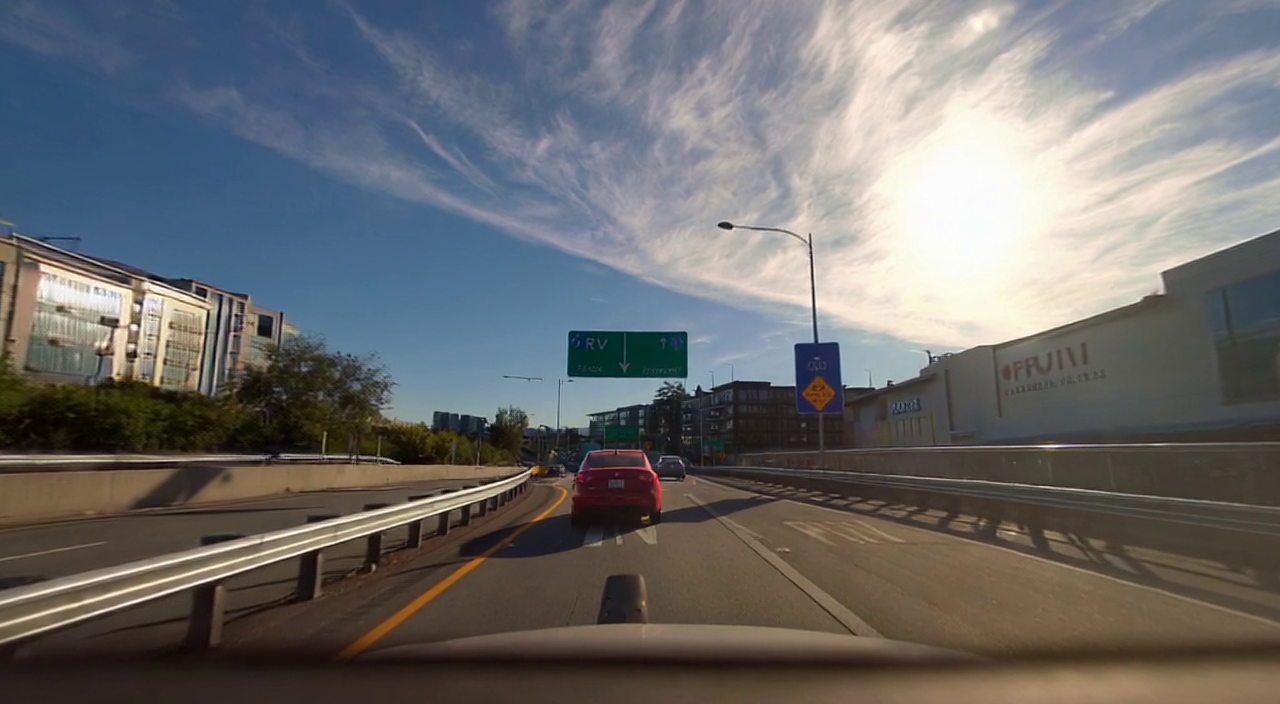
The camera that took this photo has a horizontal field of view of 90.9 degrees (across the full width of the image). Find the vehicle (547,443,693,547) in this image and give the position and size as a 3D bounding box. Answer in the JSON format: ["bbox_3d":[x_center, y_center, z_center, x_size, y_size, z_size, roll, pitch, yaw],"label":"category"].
[{"bbox_3d":[-0.309,2.334,10.966,2.063,1.442,3.933,0,-9,-1],"label":"vehicle"}]
